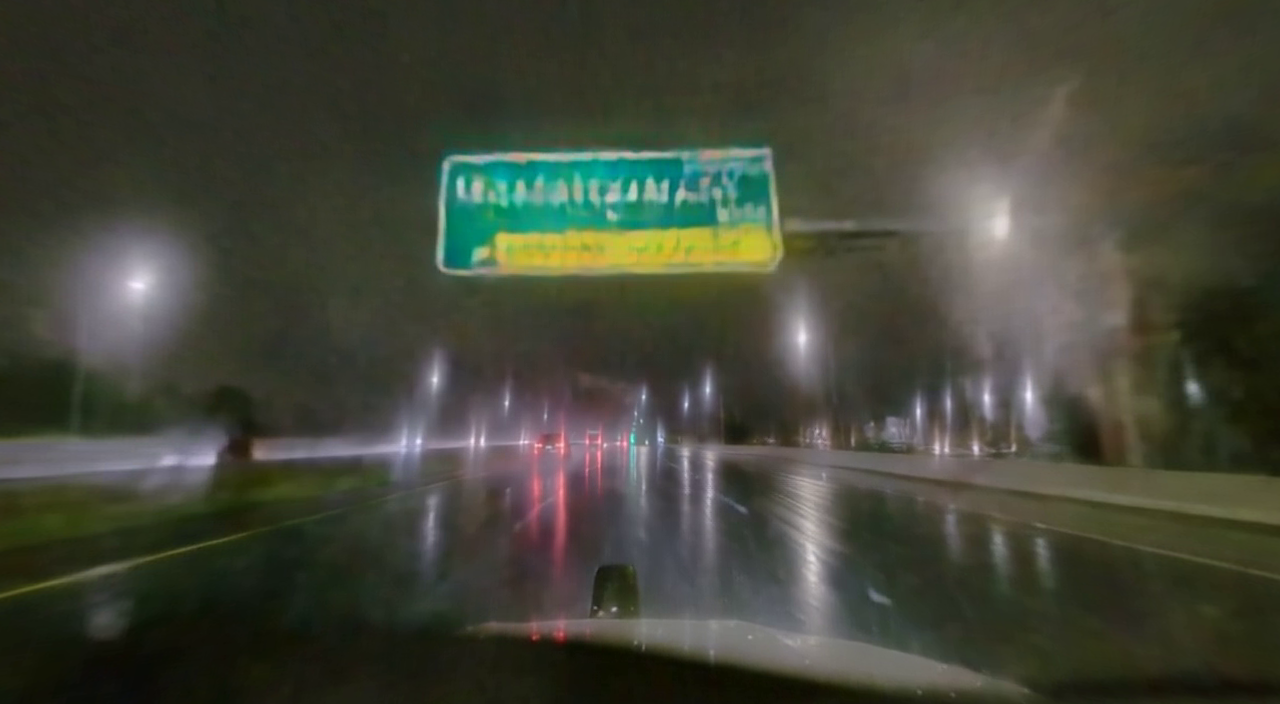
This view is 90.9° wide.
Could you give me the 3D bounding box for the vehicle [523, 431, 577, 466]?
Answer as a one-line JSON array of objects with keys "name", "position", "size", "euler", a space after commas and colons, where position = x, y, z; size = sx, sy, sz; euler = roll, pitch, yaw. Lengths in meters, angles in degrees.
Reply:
[{"name": "vehicle", "position": [-4.322, 4.688, 30.892], "size": [2.062, 1.591, 4.156], "euler": [0, -8, -1]}]
